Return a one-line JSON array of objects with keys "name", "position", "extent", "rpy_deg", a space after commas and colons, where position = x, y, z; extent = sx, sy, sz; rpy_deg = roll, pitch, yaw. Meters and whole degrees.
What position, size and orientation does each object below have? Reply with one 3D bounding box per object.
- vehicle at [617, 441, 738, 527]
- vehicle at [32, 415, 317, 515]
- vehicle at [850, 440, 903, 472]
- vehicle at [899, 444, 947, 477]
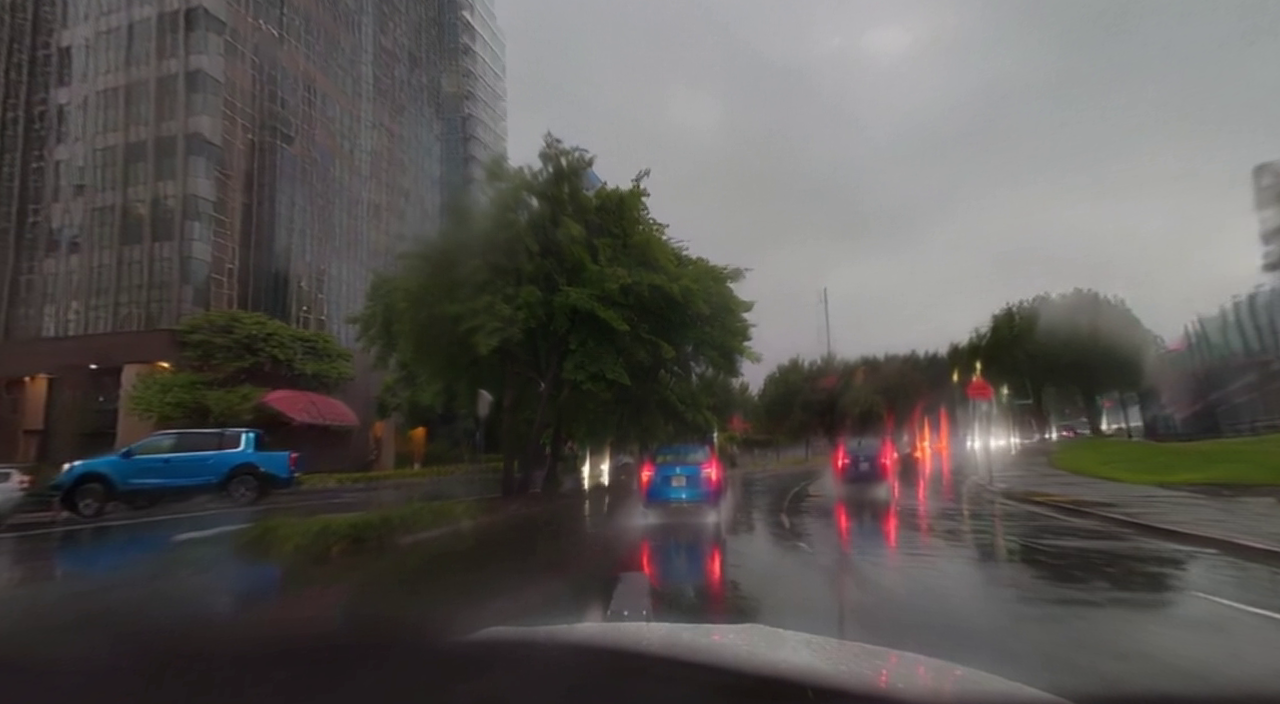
[{"name": "vehicle", "position": [0.848, 2.644, 13.060], "extent": [2.118, 1.480, 3.949], "rpy_deg": [-1, -9, 6]}, {"name": "vehicle", "position": [-15.202, 3.755, 21.322], "extent": [2.287, 2.780, 7.166], "rpy_deg": [-7, -11, 34]}, {"name": "vehicle", "position": [14.277, 6.264, 37.904], "extent": [2.212, 1.790, 4.768], "rpy_deg": [-5, -11, 28]}, {"name": "vehicle", "position": [14.653, 5.584, 32.530], "extent": [1.822, 1.555, 3.574], "rpy_deg": [-5, -11, 28]}]
